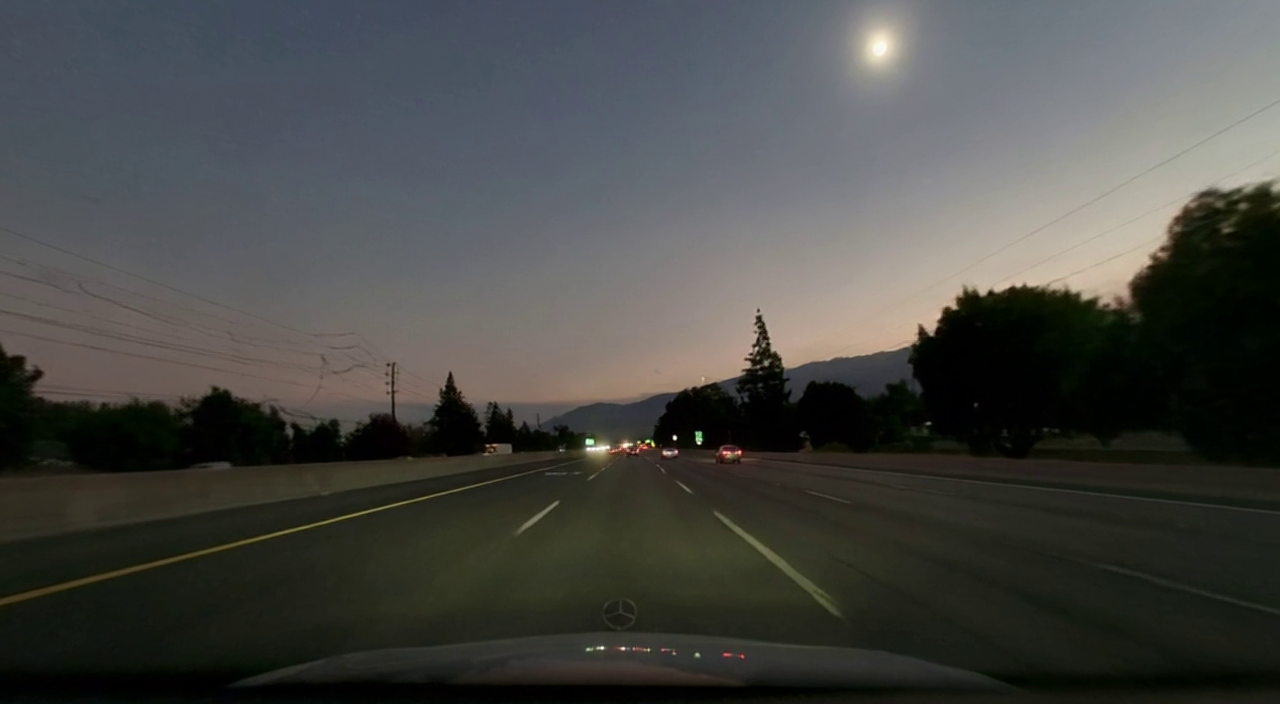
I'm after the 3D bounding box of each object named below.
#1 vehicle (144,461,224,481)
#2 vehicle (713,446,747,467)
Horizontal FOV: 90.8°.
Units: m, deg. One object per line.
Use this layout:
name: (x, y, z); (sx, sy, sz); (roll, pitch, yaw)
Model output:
vehicle: (-35.776, 9.350, 49.777); (2.223, 1.303, 5.598); (0, -8, 0)
vehicle: (6.628, 7.704, 46.758); (1.817, 1.440, 4.075); (0, -8, -1)
